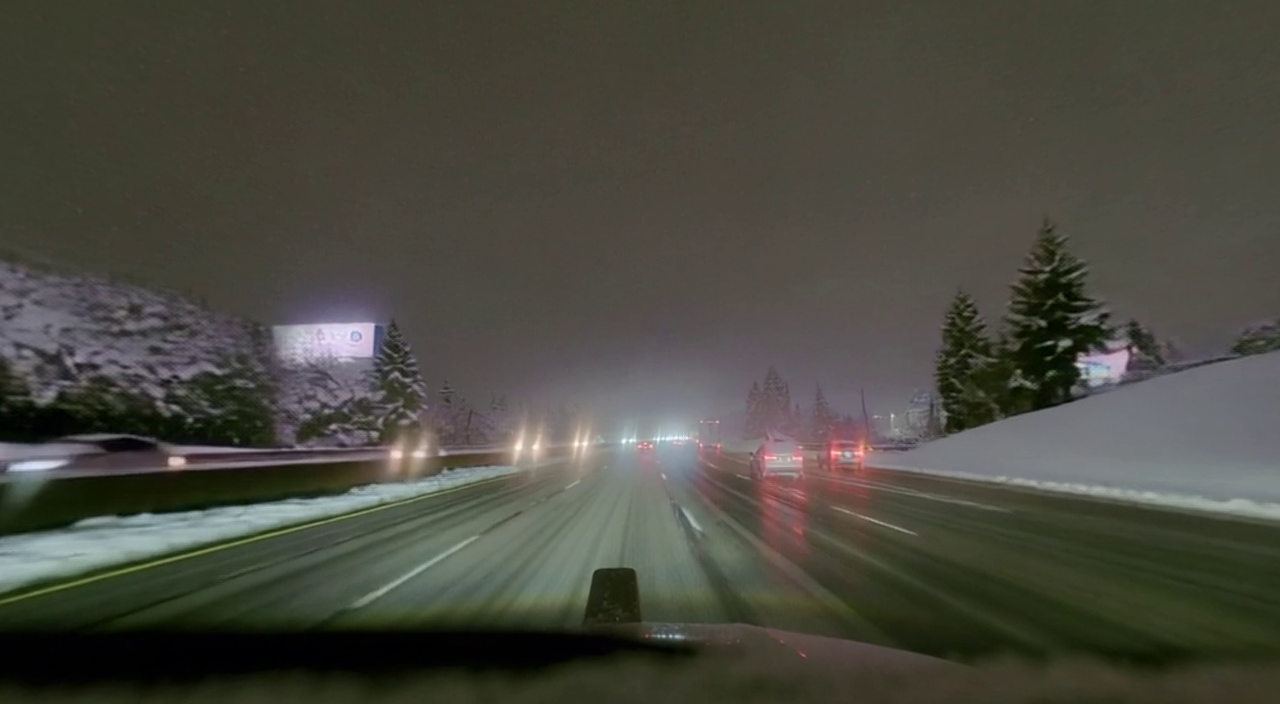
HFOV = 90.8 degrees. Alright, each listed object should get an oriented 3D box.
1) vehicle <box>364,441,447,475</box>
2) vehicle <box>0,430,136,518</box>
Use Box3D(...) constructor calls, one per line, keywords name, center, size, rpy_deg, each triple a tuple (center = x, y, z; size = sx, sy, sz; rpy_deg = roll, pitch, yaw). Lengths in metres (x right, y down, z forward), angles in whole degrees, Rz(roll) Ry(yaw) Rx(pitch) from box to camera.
Box3D(name="vehicle", center=(-11.358, 5.171, 31.027), size=(2.328, 1.496, 4.724), rpy_deg=(0, -9, -1))
Box3D(name="vehicle", center=(-12.607, 2.387, 12.554), size=(1.824, 1.596, 3.948), rpy_deg=(0, -9, 1))
